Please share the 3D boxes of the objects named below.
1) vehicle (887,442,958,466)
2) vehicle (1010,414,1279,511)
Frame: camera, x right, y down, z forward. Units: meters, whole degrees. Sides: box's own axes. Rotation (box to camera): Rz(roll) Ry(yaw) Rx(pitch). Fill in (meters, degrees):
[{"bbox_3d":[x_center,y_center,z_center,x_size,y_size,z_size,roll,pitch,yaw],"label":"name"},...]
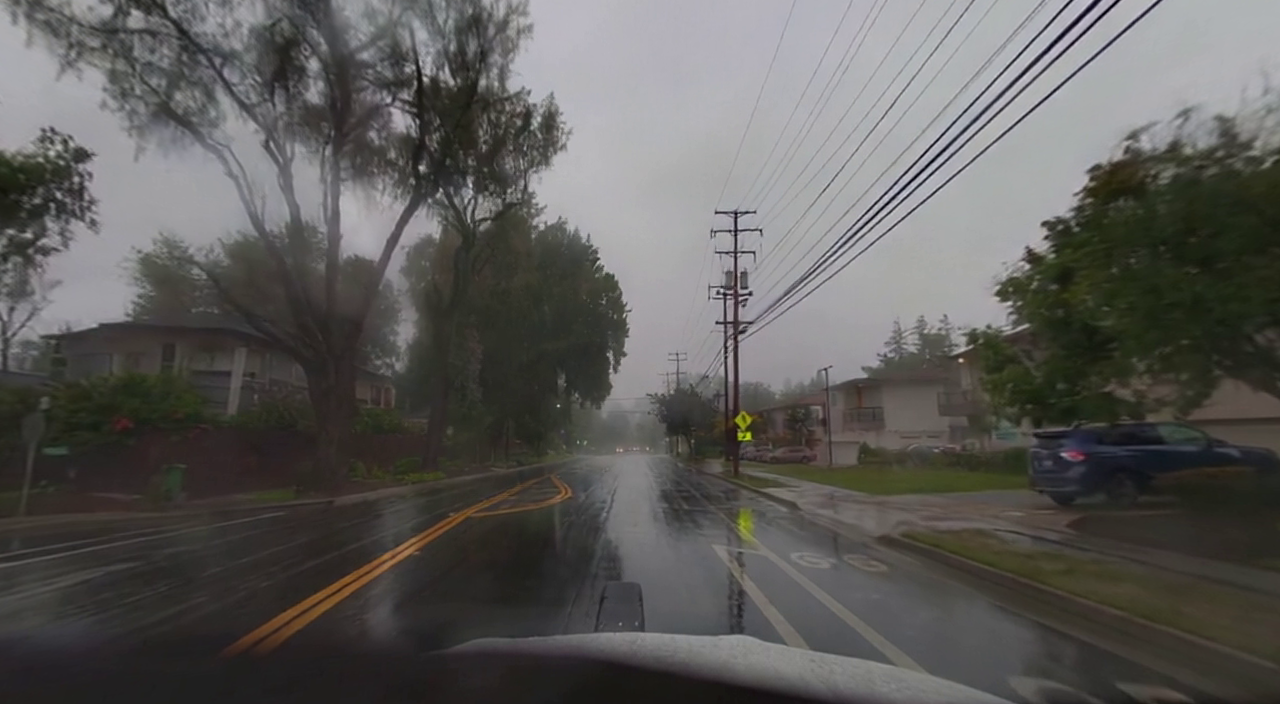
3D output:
[{"bbox_3d":[20.381,7.363,45.586,3.943,1.664,2.391,0,-8,-2],"label":"vehicle"},{"bbox_3d":[10.946,2.289,13.250,4.760,1.808,2.402,0,-9,-2],"label":"vehicle"}]
